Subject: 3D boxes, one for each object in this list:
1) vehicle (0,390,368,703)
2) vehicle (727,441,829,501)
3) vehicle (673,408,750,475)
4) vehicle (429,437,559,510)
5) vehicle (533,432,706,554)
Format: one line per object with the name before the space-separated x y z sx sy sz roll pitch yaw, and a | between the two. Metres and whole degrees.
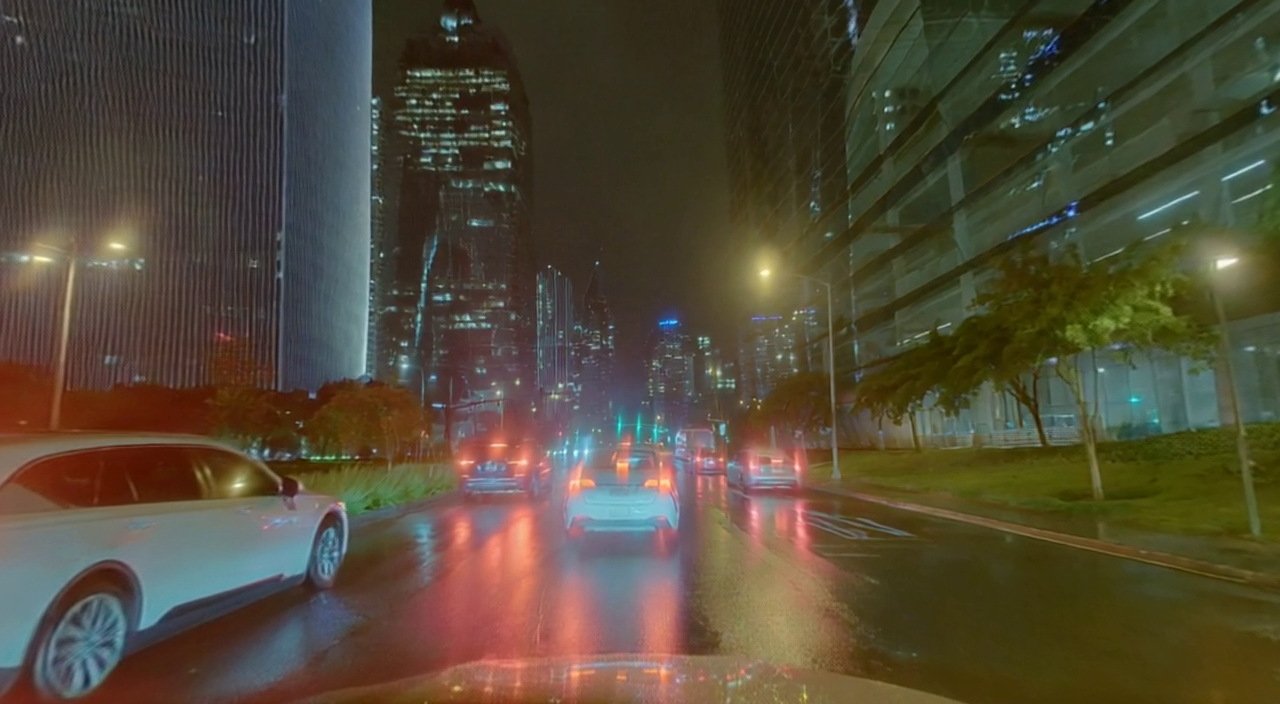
vehicle | -3.576 1.133 3.948 1.933 1.520 4.195 0 -9 -1
vehicle | 3.842 3.390 18.349 1.940 1.514 4.187 0 -9 -1
vehicle | 3.901 5.428 37.941 3.074 3.316 12.953 0 -9 0
vehicle | -3.353 2.886 15.486 2.044 1.508 4.479 0 -9 1
vehicle | -0.216 2.094 10.135 2.174 1.509 4.374 0 -9 1
